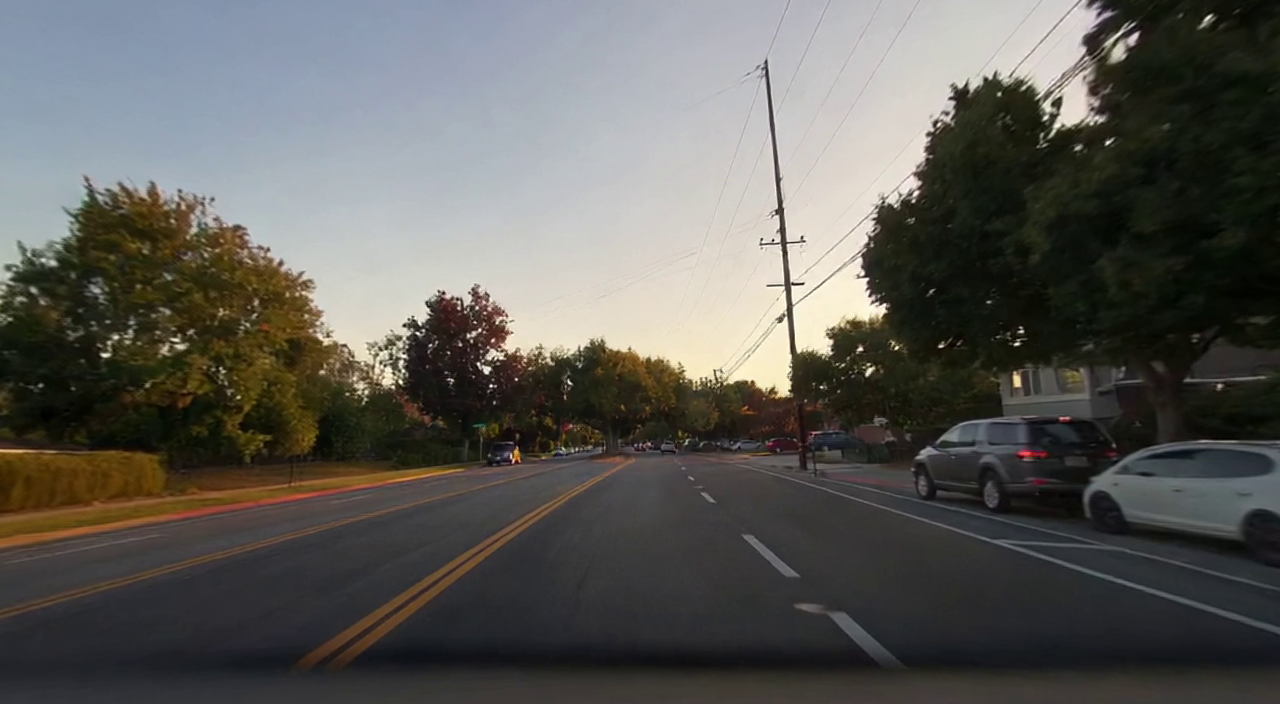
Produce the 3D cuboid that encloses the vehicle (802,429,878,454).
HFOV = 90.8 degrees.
[{"bbox_3d":[14.295,6.432,45.371,4.793,1.744,2.055,0,-8,1],"label":"vehicle"}]

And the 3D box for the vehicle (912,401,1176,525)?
[{"bbox_3d":[7.470,2.110,12.497,2.040,1.970,4.753,0,-8,0],"label":"vehicle"}]

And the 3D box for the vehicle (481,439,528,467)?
[{"bbox_3d":[-10.559,7.956,49.537,2.347,1.960,5.167,-2,-10,2],"label":"vehicle"}]

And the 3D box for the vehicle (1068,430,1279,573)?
[{"bbox_3d":[7.474,1.643,7.259,1.903,1.439,4.508,0,-8,-1],"label":"vehicle"}]
